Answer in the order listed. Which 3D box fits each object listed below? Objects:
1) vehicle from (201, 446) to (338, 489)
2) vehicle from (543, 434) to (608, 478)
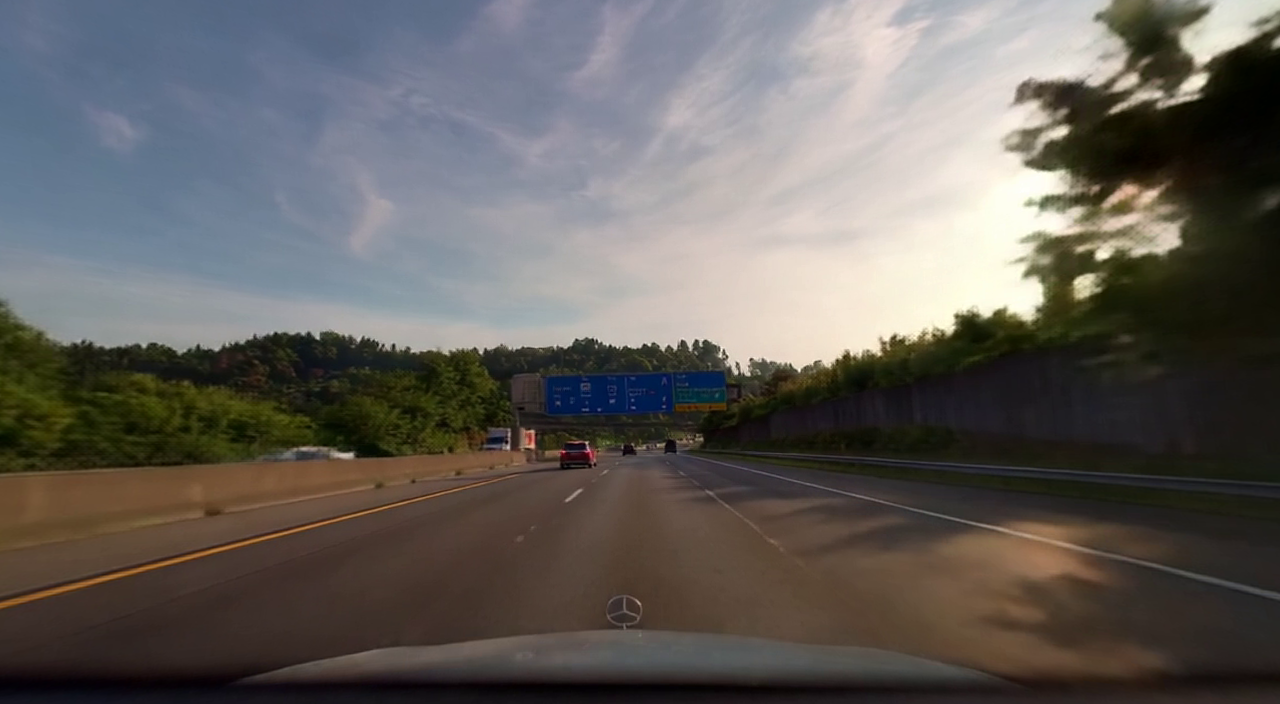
[{"bbox_3d":[-15.575,4.855,27.082,1.988,1.630,6.400,0,-9,0],"label":"vehicle"},{"bbox_3d":[-2.578,4.317,26.295,2.183,1.662,3.968,0,-9,1],"label":"vehicle"}]
